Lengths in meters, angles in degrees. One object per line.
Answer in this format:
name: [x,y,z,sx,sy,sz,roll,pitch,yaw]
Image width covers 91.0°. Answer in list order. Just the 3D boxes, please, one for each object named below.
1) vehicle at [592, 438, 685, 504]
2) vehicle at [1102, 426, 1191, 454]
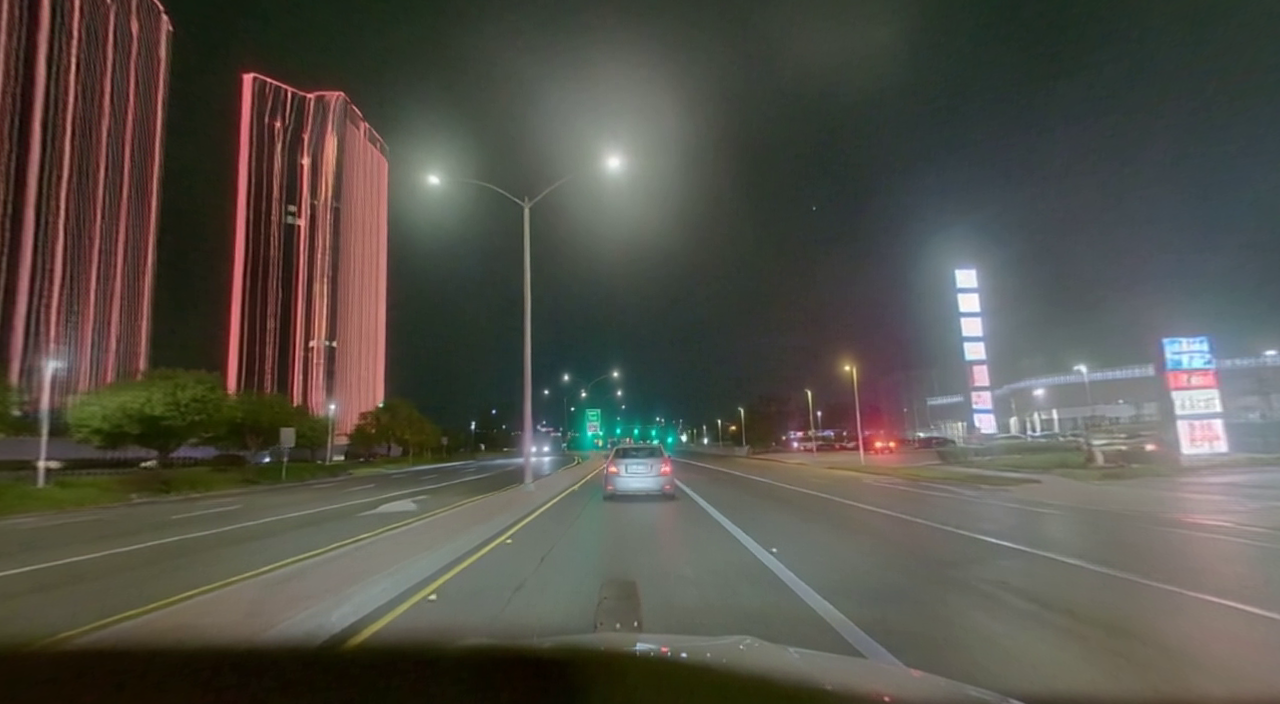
vehicle: [-0.075,3.020,16.410,2.126,1.475,3.967,0,-9,-1]
vehicle: [32.857,5.755,41.025,1.868,1.675,4.527,0,-9,-3]
